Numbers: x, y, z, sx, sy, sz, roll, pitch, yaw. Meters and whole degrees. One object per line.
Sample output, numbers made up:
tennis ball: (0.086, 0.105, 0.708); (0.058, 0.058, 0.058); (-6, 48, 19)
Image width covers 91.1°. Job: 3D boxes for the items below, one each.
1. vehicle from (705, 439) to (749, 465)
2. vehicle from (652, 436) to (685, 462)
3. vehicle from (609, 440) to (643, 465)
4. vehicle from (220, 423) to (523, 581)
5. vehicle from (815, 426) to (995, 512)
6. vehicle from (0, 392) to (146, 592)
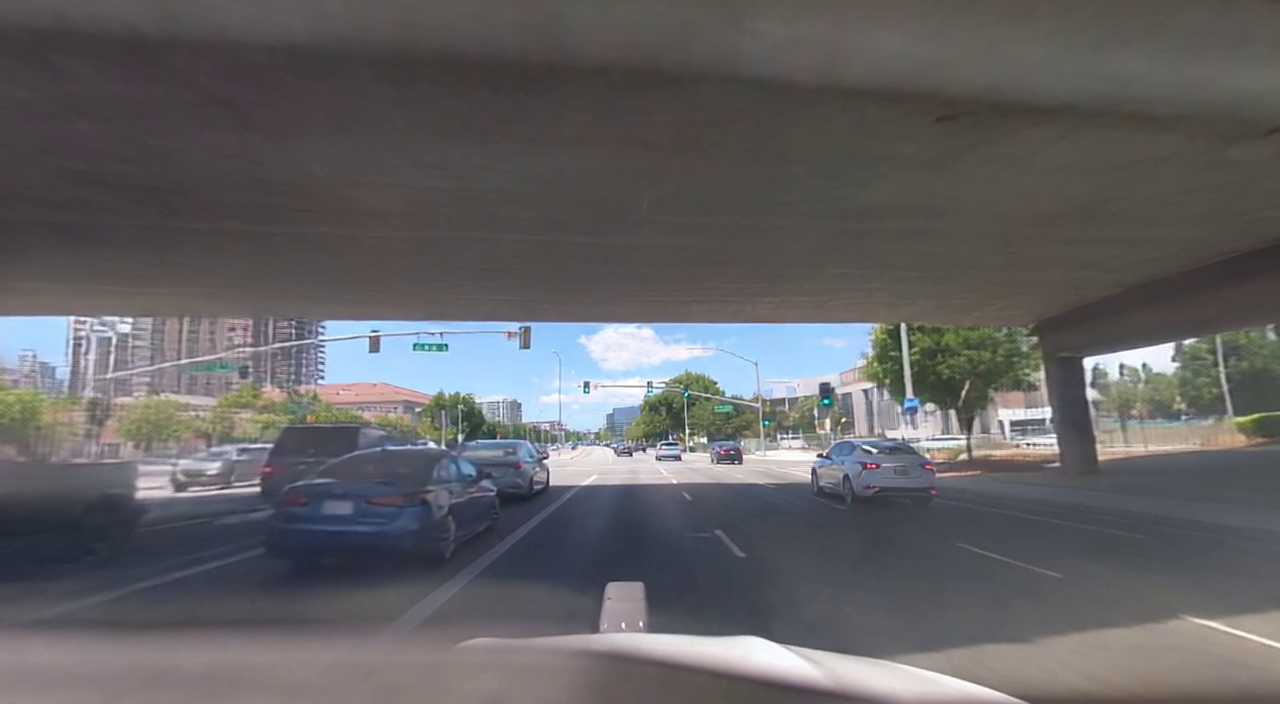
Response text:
vehicle: (5.321, 6.183, 38.910); (1.924, 1.527, 4.268); (0, -8, -2)
vehicle: (2.030, 7.054, 45.860); (2.034, 1.762, 4.420); (0, -8, -3)
vehicle: (-0.893, 6.224, 39.024); (2.026, 1.453, 3.780); (0, -8, -2)
vehicle: (-2.975, 1.757, 8.224); (1.980, 1.491, 4.351); (0, -8, 1)
vehicle: (5.714, 2.580, 14.314); (2.056, 1.624, 4.498); (0, -8, -1)
vehicle: (-6.413, 1.104, 4.742); (1.981, 1.676, 4.051); (0, -8, 1)
